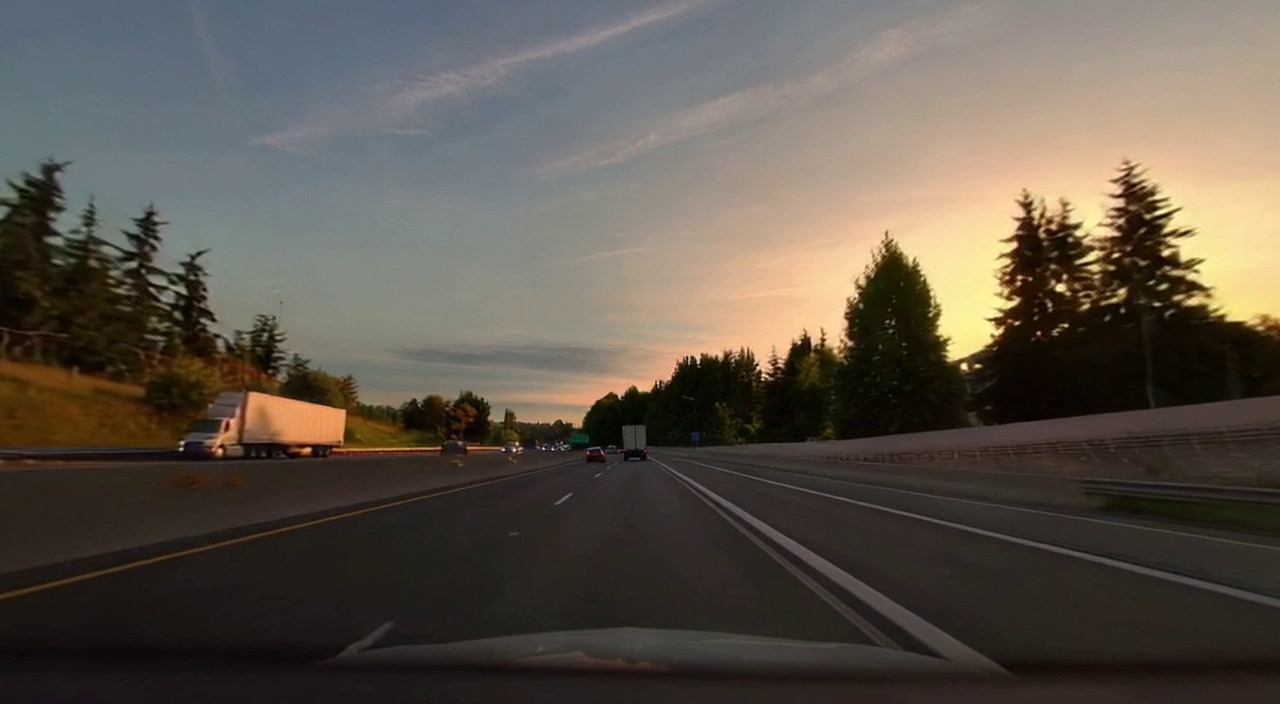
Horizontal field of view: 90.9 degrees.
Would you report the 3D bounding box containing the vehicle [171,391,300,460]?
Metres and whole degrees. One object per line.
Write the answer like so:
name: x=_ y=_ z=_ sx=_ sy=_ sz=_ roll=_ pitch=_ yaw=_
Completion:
vehicle: x=-24.043 y=4.563 z=38.021 sx=2.766 sy=3.715 sz=7.293 roll=0 pitch=-9 yaw=0
